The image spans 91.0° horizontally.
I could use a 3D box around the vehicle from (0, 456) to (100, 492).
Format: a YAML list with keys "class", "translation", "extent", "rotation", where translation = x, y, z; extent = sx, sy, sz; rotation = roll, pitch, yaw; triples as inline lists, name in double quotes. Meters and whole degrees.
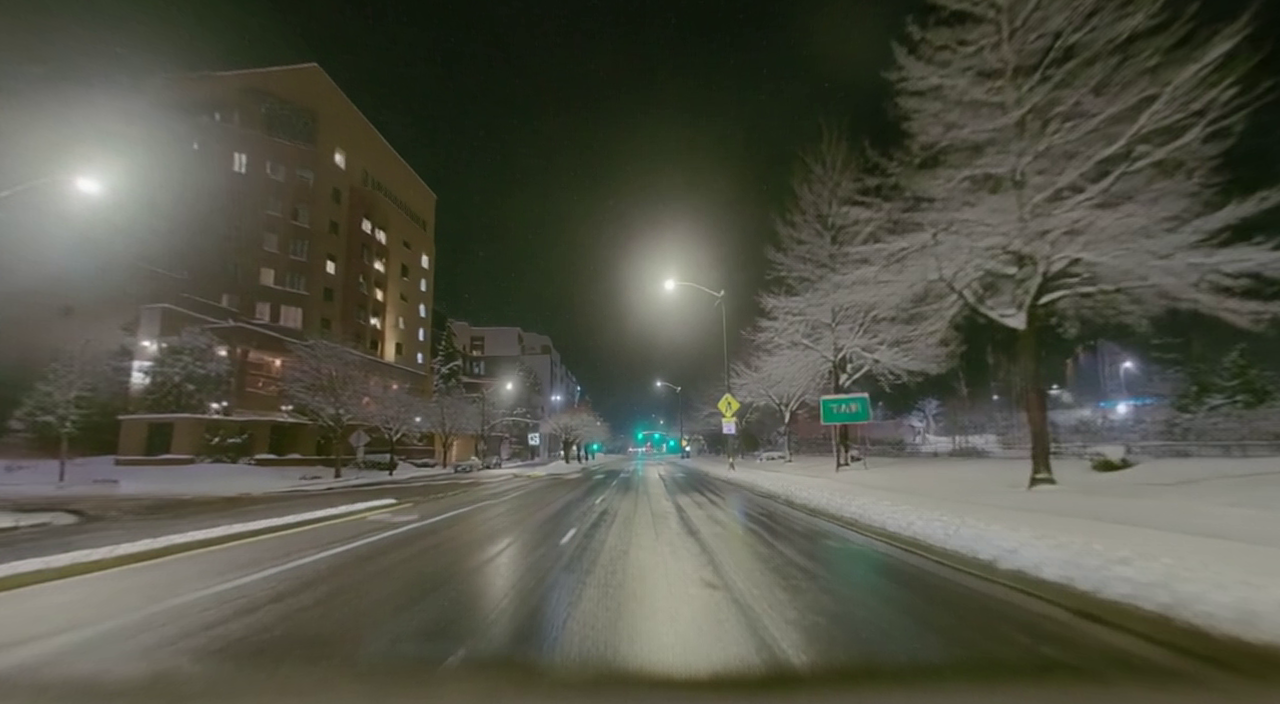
- class: "vehicle"
  translation: [-29.340, 5.864, 30.157]
  extent: [4.899, 1.535, 1.926]
  rotation: [-1, -10, -6]
